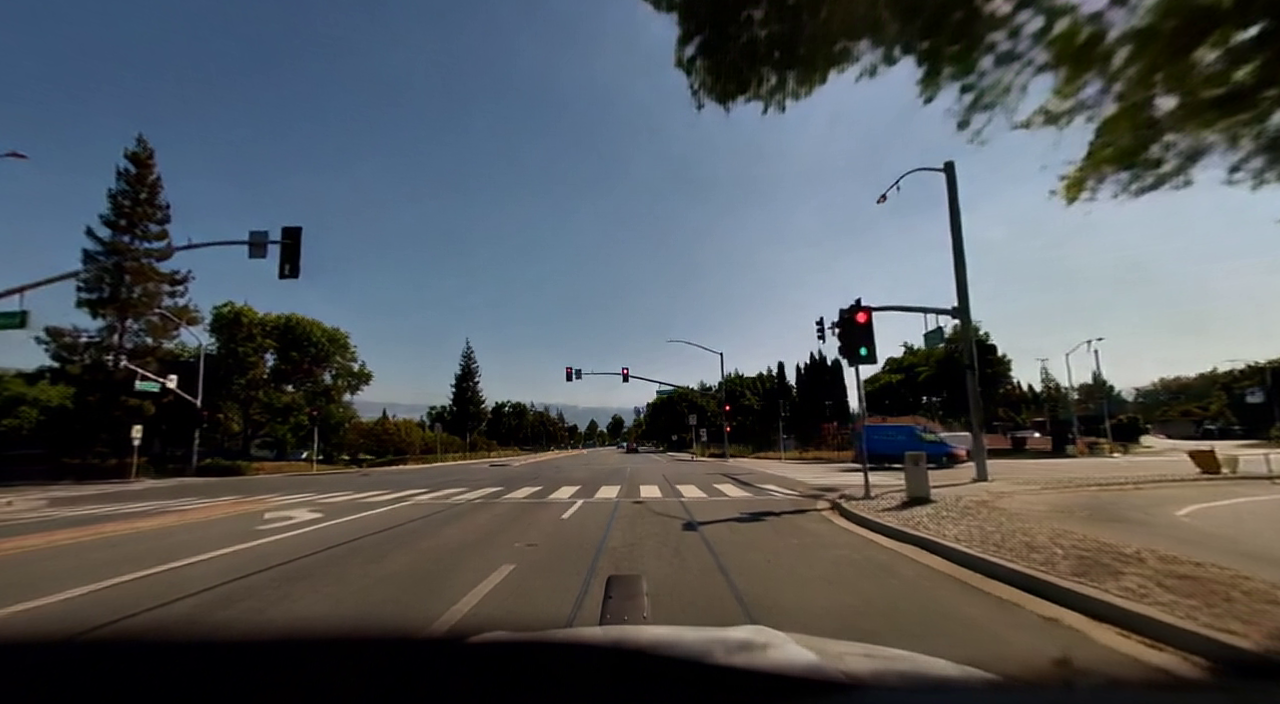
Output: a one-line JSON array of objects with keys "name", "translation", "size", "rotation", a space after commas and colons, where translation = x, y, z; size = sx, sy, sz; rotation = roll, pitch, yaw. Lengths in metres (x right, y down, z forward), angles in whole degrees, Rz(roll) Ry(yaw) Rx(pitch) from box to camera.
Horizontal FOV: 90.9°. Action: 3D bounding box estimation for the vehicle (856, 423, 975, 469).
[{"name": "vehicle", "translation": [12.296, 4.262, 28.465], "size": [4.536, 1.965, 1.780], "rotation": [-2, -9, 11]}]
